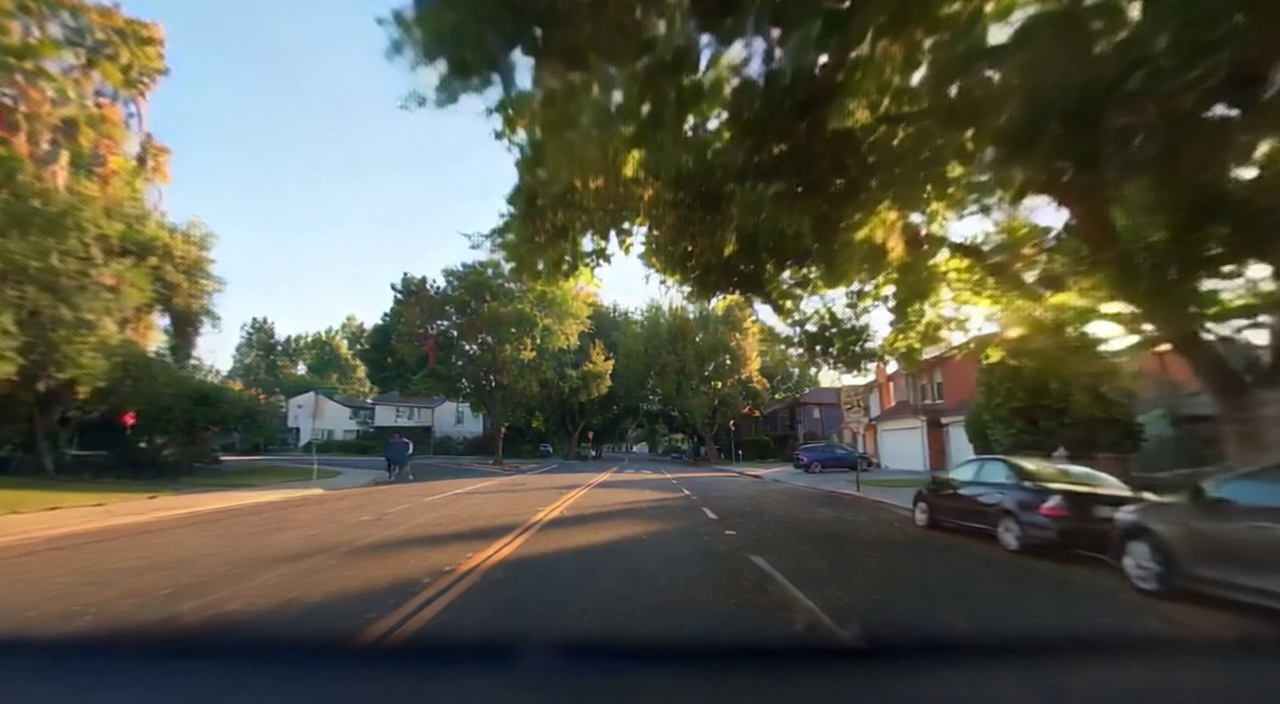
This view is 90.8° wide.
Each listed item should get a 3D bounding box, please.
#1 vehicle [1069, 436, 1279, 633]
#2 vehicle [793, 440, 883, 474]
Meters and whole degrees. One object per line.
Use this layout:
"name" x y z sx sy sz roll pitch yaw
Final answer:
"vehicle" 6.025 1.455 5.074 1.893 1.543 4.434 0 -9 -2
"vehicle" 11.213 5.953 36.065 4.453 1.590 1.861 -3 -7 3
